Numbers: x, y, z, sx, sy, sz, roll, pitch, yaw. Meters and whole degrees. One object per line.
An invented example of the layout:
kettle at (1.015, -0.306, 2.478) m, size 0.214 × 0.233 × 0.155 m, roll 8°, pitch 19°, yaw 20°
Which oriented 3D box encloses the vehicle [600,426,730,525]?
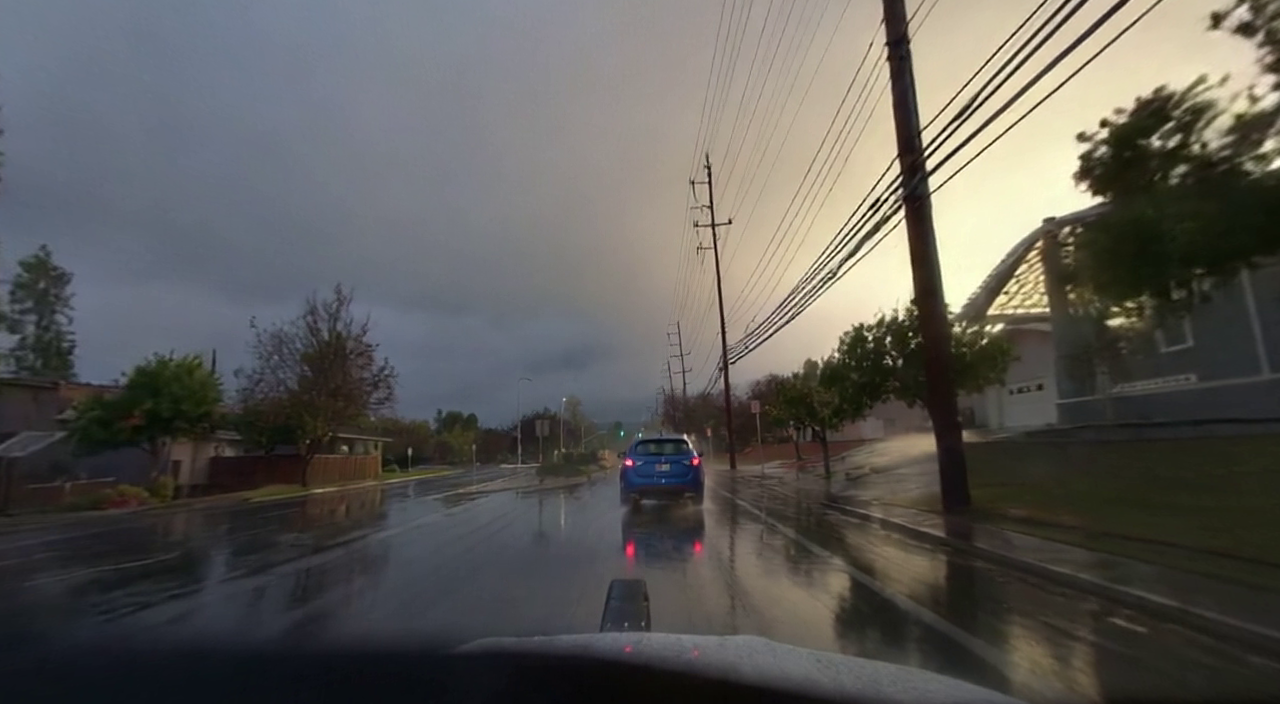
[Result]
vehicle at (0.418, 2.404, 12.777) m, size 2.200 × 1.653 × 4.127 m, roll 0°, pitch -9°, yaw 0°
